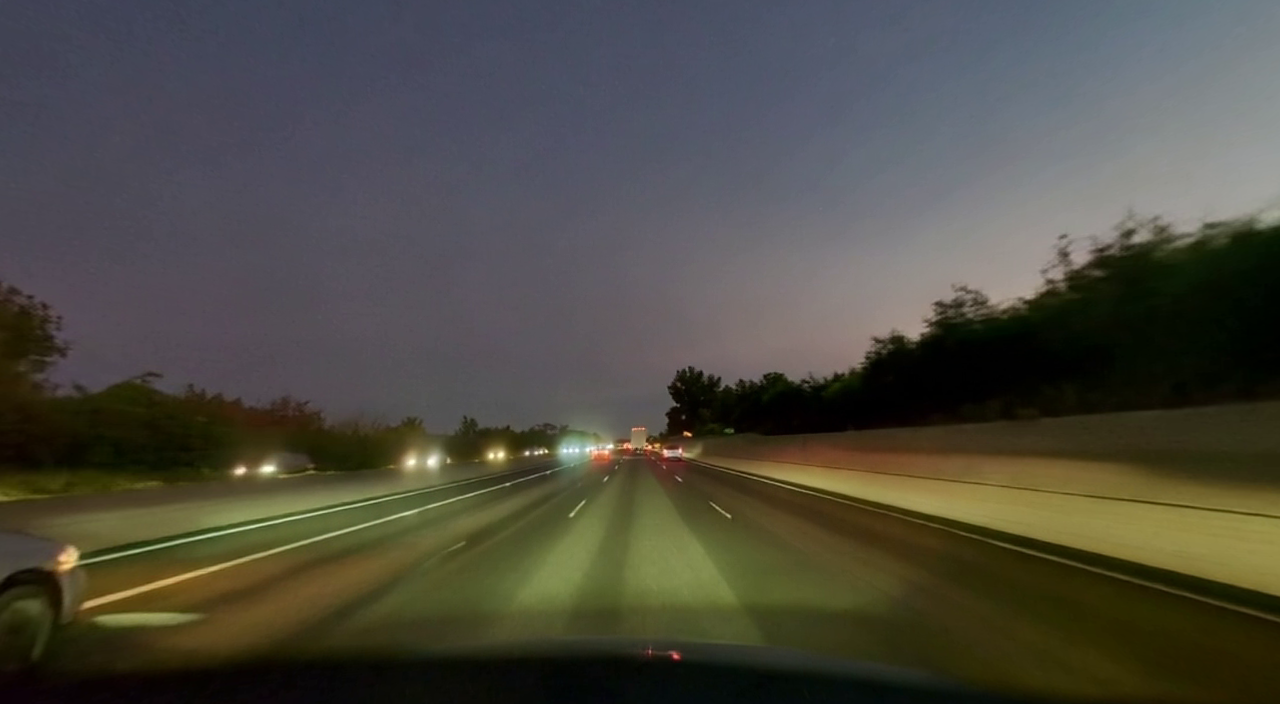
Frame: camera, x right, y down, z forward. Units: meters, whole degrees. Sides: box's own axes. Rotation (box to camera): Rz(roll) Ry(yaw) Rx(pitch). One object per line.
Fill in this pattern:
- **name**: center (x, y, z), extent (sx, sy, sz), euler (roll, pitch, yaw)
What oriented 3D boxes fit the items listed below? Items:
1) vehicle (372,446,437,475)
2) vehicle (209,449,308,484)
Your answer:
- **vehicle**: center (-12.717, 5.866, 34.321), extent (1.828, 1.434, 4.472), euler (0, -9, -1)
- **vehicle**: center (-17.132, 5.133, 28.600), extent (1.870, 1.479, 4.183), euler (0, -9, 0)
